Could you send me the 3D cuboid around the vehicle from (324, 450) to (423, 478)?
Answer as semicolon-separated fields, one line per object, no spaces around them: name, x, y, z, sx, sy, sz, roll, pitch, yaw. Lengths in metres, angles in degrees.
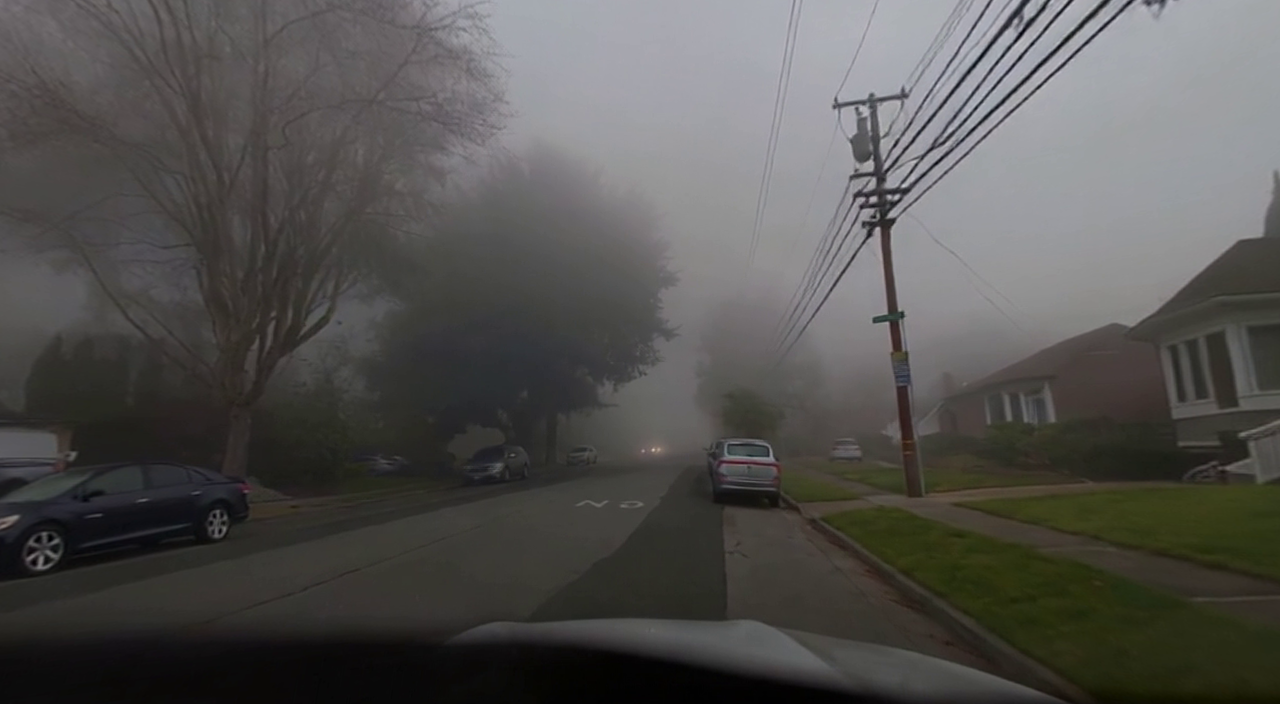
vehicle;-14.180;5.962;33.735;4.481;1.420;1.712;0;-9;3

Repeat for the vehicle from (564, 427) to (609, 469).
vehicle;-3.883;7.192;47.269;2.199;2.902;5.848;-1;-9;7

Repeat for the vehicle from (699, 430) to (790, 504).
vehicle;2.478;2.706;15.194;1.908;1.572;3.105;-1;-9;8

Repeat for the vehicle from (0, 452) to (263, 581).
vehicle;-8.180;2.240;9.370;1.968;1.449;4.502;-1;-9;8

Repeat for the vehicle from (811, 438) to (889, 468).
vehicle;12.399;5.991;37.568;4.075;1.674;1.811;-1;-9;8

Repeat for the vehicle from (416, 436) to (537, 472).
vehicle;-9.585;6.011;37.360;6.488;2.009;2.354;-1;-9;7
